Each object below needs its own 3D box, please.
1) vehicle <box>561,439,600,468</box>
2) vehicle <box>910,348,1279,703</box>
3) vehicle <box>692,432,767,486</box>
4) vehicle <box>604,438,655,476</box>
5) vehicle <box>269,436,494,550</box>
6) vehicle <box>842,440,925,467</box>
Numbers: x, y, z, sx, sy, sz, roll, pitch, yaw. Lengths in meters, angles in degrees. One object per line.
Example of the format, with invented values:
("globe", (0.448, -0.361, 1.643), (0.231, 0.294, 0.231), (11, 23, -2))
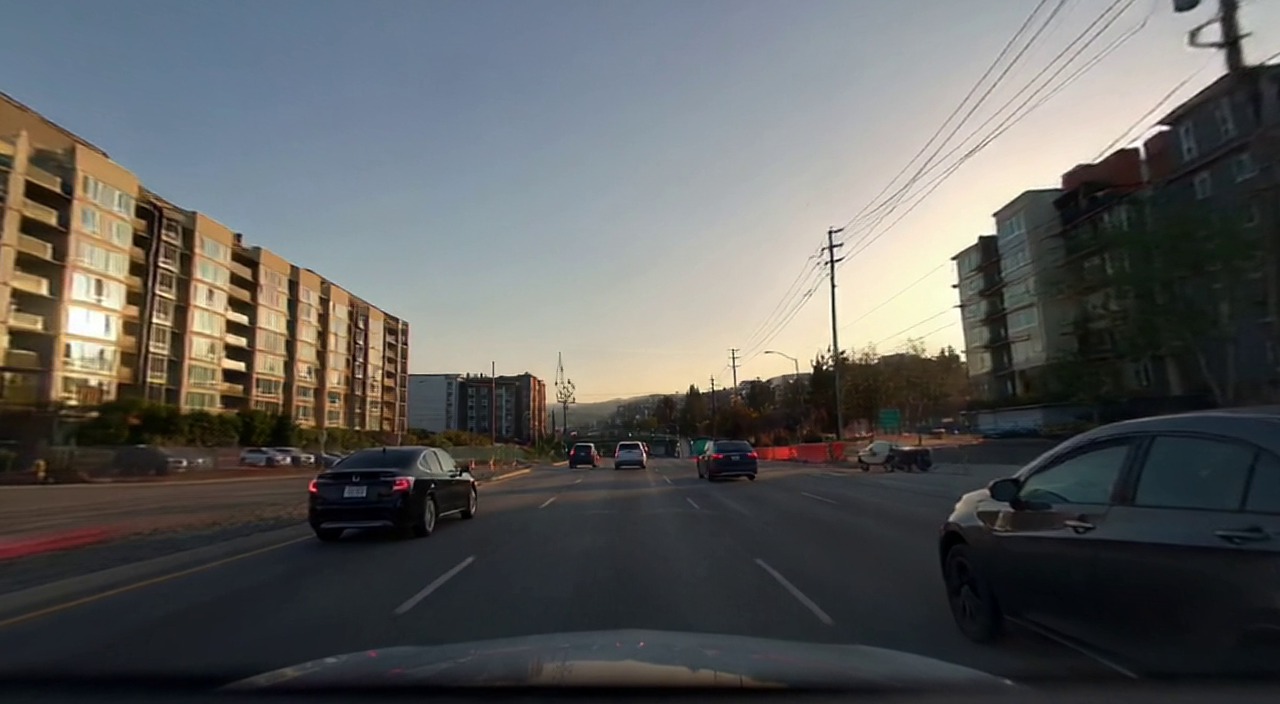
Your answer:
("vehicle", (-3.992, 6.939, 43.174), (2.190, 1.832, 4.417), (0, -9, 0))
("vehicle", (3.157, 0.922, 2.976), (1.975, 1.598, 4.025), (0, -9, 0))
("vehicle", (3.190, 3.921, 23.366), (2.029, 1.797, 4.218), (0, -9, -2))
("vehicle", (-0.479, 5.067, 30.652), (2.291, 1.714, 4.217), (0, -9, -1))
("vehicle", (-3.901, 2.185, 10.486), (1.968, 1.473, 4.209), (0, -9, 0))
("vehicle", (15.908, 6.647, 41.364), (4.594, 1.664, 2.036), (-6, -11, 34))
